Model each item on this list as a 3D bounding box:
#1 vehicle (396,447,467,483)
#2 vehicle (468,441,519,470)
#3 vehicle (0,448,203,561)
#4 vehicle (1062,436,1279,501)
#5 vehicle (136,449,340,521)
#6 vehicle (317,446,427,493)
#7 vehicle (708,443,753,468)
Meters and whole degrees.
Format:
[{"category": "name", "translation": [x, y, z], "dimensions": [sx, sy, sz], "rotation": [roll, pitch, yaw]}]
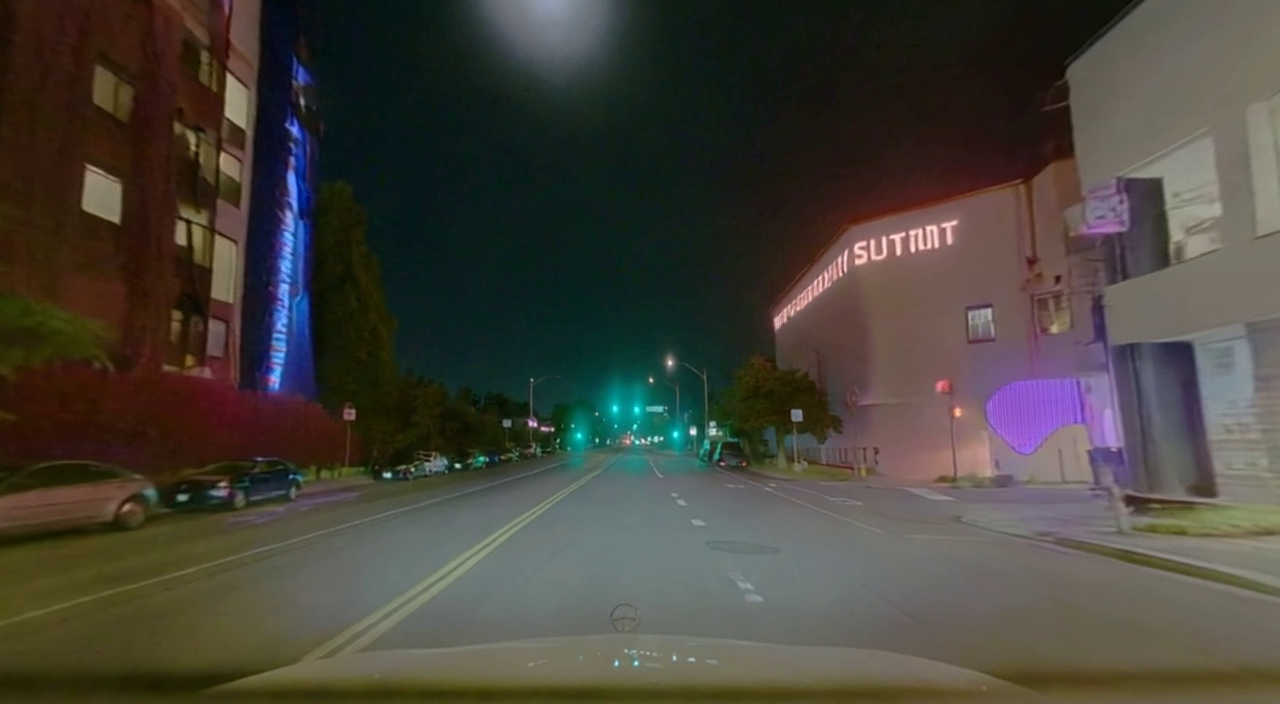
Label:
[{"category": "vehicle", "translation": [-9.778, 5.291, 30.040], "dimensions": [2.021, 1.482, 4.601], "rotation": [0, -8, -3]}, {"category": "vehicle", "translation": [-10.144, 7.229, 44.326], "dimensions": [2.228, 1.863, 5.407], "rotation": [0, -8, 1]}, {"category": "vehicle", "translation": [-10.026, 2.421, 10.573], "dimensions": [1.918, 1.535, 4.834], "rotation": [0, -8, 1]}, {"category": "vehicle", "translation": [15.946, 3.482, 19.149], "dimensions": [4.625, 1.797, 2.266], "rotation": [0, -8, -1]}, {"category": "vehicle", "translation": [-10.089, 3.330, 16.461], "dimensions": [2.010, 1.476, 4.871], "rotation": [-1, -8, 2]}, {"category": "vehicle", "translation": [-10.244, 4.494, 24.733], "dimensions": [1.995, 1.564, 5.321], "rotation": [0, -8, 0]}, {"category": "vehicle", "translation": [5.877, 6.777, 41.595], "dimensions": [2.038, 1.482, 4.994], "rotation": [0, -8, -2]}]
